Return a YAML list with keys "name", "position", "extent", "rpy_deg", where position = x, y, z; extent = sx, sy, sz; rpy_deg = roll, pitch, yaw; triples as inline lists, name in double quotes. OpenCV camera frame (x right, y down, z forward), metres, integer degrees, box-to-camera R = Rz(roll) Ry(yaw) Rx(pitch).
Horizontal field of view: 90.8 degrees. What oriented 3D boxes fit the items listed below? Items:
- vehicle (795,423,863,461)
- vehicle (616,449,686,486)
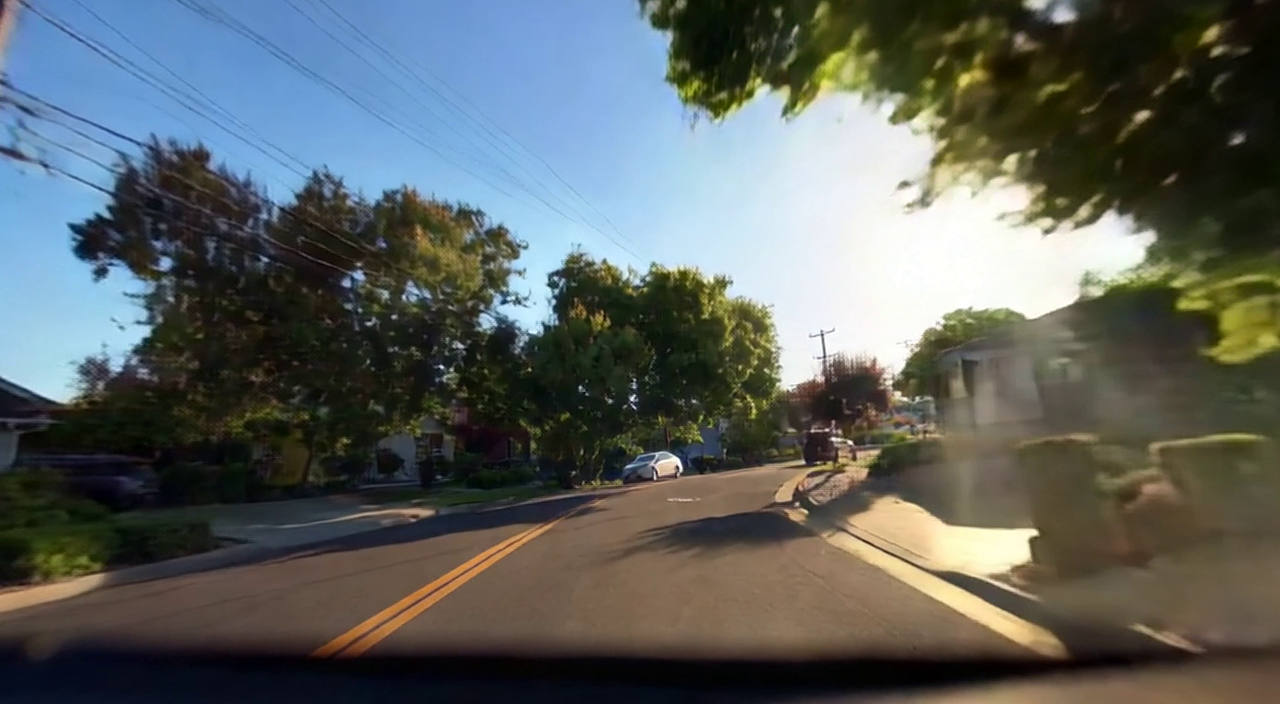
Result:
- name: "vehicle"
  position: [10.883, 5.149, 36.075]
  extent: [2.086, 1.974, 4.890]
  rpy_deg: [-6, -10, 36]
- name: "vehicle"
  position: [0.721, 6.644, 36.611]
  extent: [2.039, 1.949, 4.511]
  rpy_deg: [-5, -10, 32]
